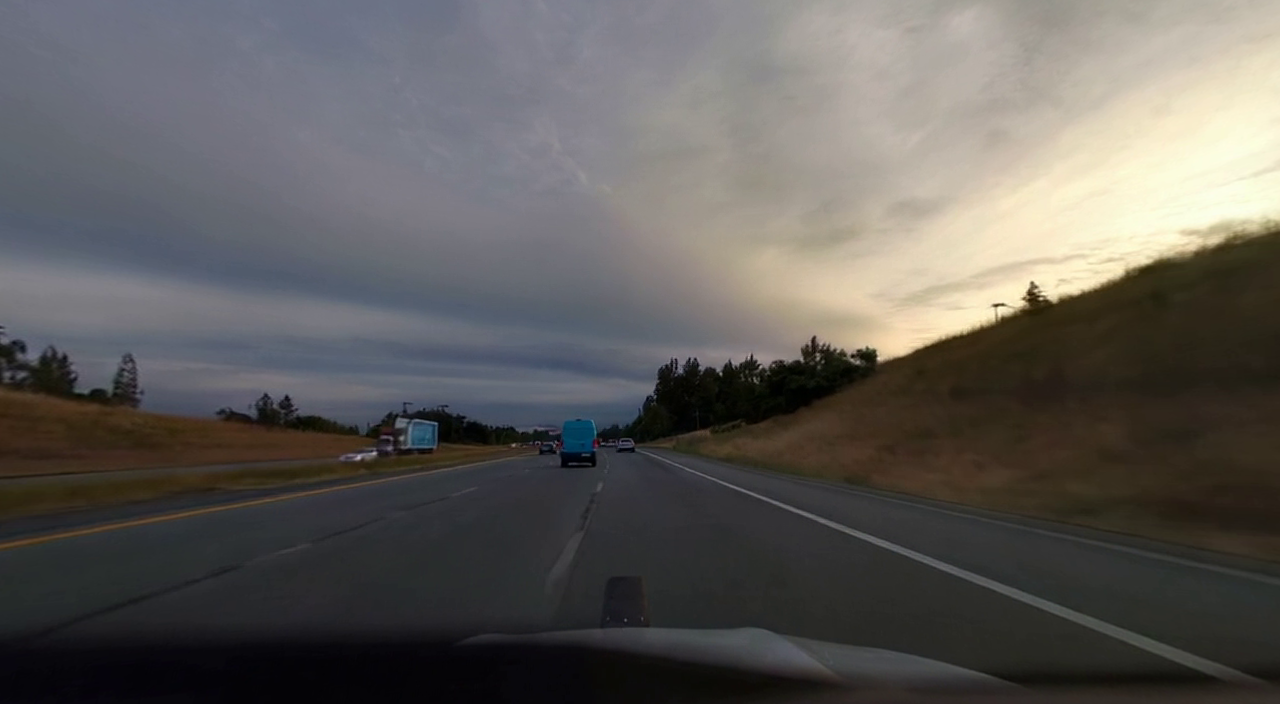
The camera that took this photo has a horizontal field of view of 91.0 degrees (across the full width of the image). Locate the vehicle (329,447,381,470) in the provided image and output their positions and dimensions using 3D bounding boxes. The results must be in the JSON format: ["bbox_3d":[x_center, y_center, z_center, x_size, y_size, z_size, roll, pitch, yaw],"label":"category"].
[{"bbox_3d":[-20.023,7.450,44.354,1.775,1.489,4.267,0,-8,-2],"label":"vehicle"}]

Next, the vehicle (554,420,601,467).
[{"bbox_3d":[-3.527,5.288,36.318,2.329,2.483,5.428,0,-8,-2],"label":"vehicle"}]
